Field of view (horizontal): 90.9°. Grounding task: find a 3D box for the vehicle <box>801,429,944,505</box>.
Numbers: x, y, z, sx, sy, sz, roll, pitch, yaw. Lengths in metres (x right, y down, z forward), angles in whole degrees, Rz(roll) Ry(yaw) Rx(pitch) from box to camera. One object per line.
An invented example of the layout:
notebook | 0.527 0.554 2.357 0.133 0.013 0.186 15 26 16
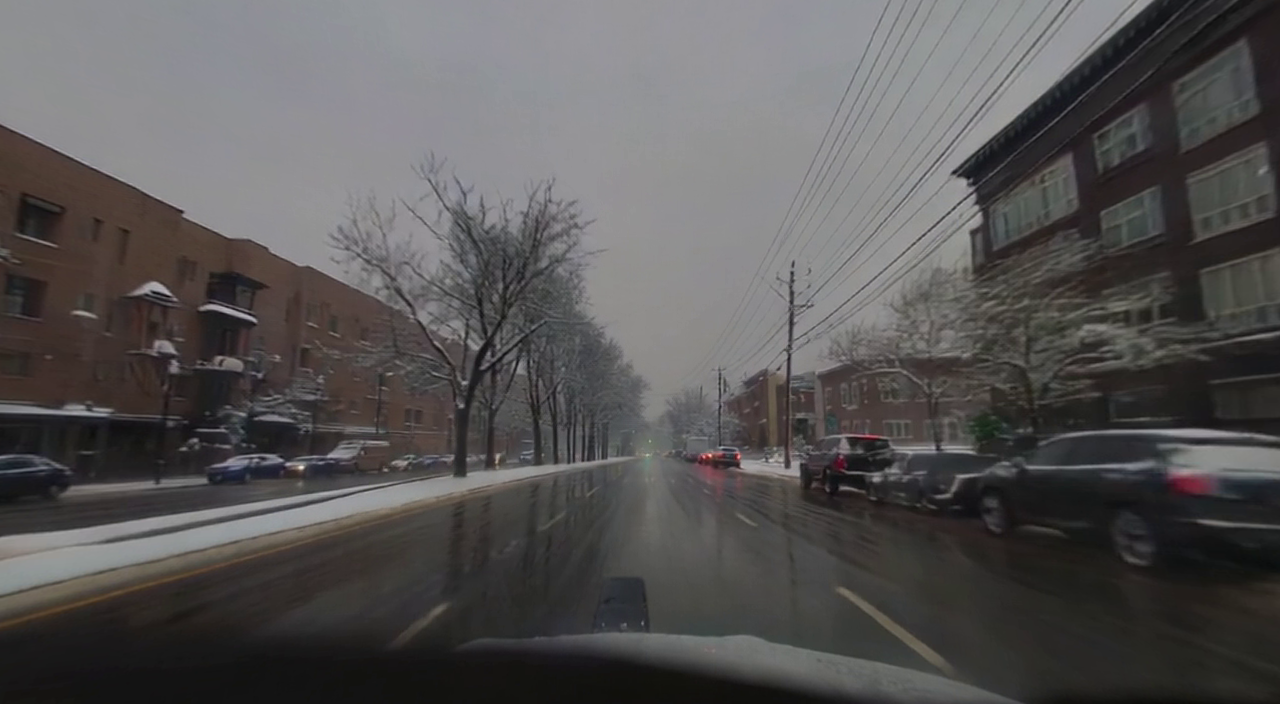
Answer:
vehicle | 7.106 3.572 20.217 2.197 2.019 6.225 0 -8 0

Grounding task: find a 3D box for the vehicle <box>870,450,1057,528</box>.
vehicle | 6.821 2.885 13.910 1.896 1.399 4.196 0 -8 0

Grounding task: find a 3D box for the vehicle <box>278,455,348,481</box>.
vehicle | -21.954 7.788 42.561 2.004 1.586 4.962 0 -8 0

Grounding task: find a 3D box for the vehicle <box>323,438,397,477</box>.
vehicle | -21.984 8.301 49.967 2.397 2.865 7.296 0 -8 1

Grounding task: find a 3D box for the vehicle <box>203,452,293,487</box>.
vehicle | -22.258 6.658 36.044 2.116 1.813 4.674 0 -8 0

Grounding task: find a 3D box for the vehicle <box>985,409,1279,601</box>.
vehicle | 6.919 1.807 8.402 1.998 1.819 4.621 0 -8 0
